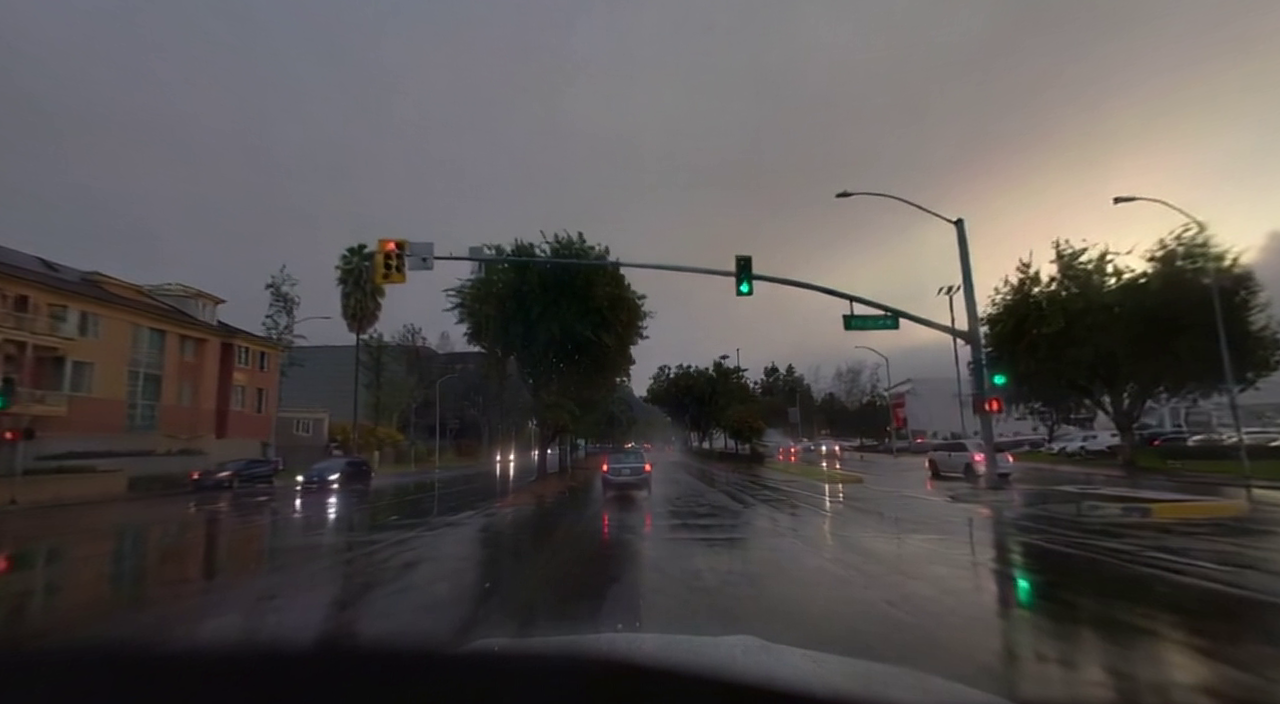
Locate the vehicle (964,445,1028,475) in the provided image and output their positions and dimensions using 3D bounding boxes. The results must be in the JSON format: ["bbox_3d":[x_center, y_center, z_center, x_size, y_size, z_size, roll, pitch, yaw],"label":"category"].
[{"bbox_3d":[19.041,5.706,33.617,1.900,1.490,4.238,-8,-12,43],"label":"vehicle"}]

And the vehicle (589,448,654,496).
[{"bbox_3d":[-0.593,4.063,21.721,2.010,1.447,4.121,0,-9,0],"label":"vehicle"}]

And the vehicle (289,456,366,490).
[{"bbox_3d":[-15.859,6.128,32.176,1.947,1.564,3.809,0,-9,0],"label":"vehicle"}]

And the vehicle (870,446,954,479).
[{"bbox_3d":[12.776,5.172,29.867,1.849,1.429,4.335,0,-9,-3],"label":"vehicle"}]

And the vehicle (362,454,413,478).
[{"bbox_3d":[-19.662,8.883,49.307,2.070,1.723,4.634,0,-9,0],"label":"vehicle"}]

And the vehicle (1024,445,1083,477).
[{"bbox_3d":[19.944,5.205,30.296,1.717,1.444,3.788,-8,-12,41],"label":"vehicle"}]

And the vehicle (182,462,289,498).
[{"bbox_3d":[-19.417,6.155,30.500,2.018,1.468,4.768,0,-9,0],"label":"vehicle"}]

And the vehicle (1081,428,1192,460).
[{"bbox_3d":[31.082,5.809,39.487,5.079,1.893,2.254,1,-11,-5],"label":"vehicle"}]

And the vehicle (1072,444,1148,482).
[{"bbox_3d":[19.827,4.618,26.459,1.932,1.430,4.203,-8,-12,43],"label":"vehicle"}]
